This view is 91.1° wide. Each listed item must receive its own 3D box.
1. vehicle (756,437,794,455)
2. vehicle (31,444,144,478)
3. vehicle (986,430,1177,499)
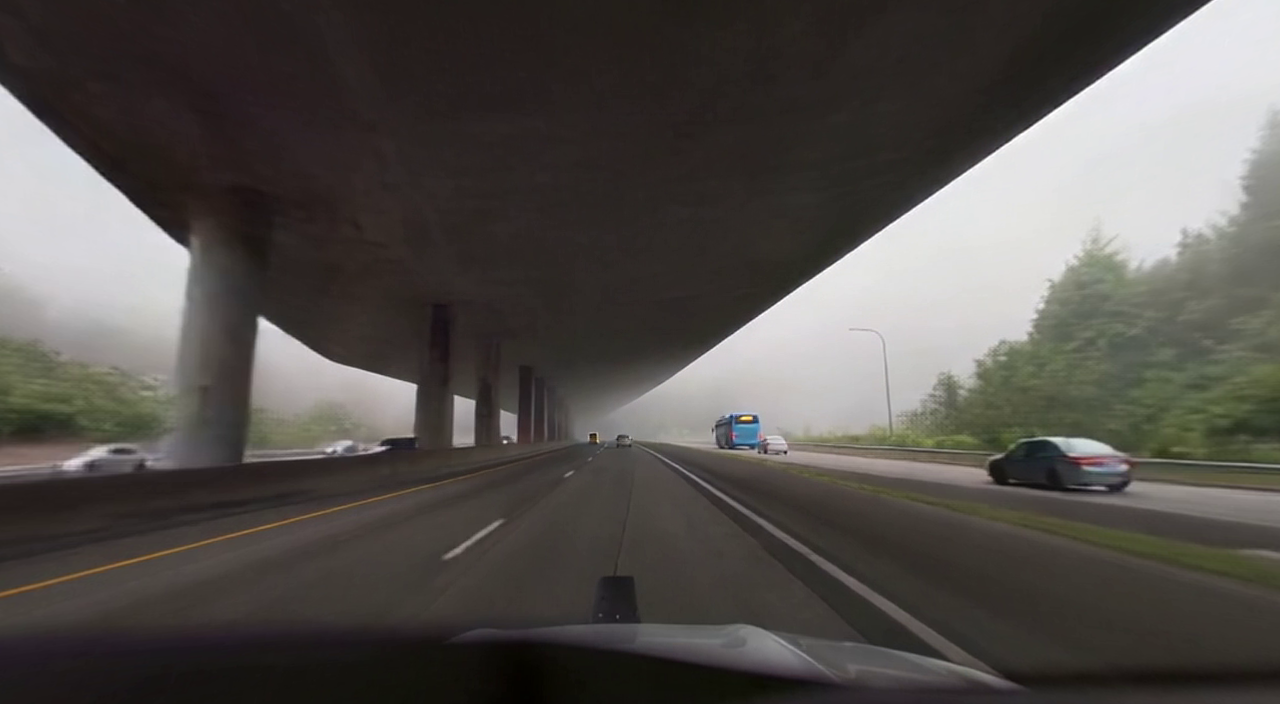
[{"bbox_3d":[10.358,7.240,48.543,1.866,1.359,4.218,0,-8,-2],"label":"vehicle"},{"bbox_3d":[-25.445,5.001,29.155,1.723,1.419,4.036,0,-8,-3],"label":"vehicle"},{"bbox_3d":[10.561,2.673,15.460,1.880,1.460,3.770,0,-8,-1],"label":"vehicle"}]
